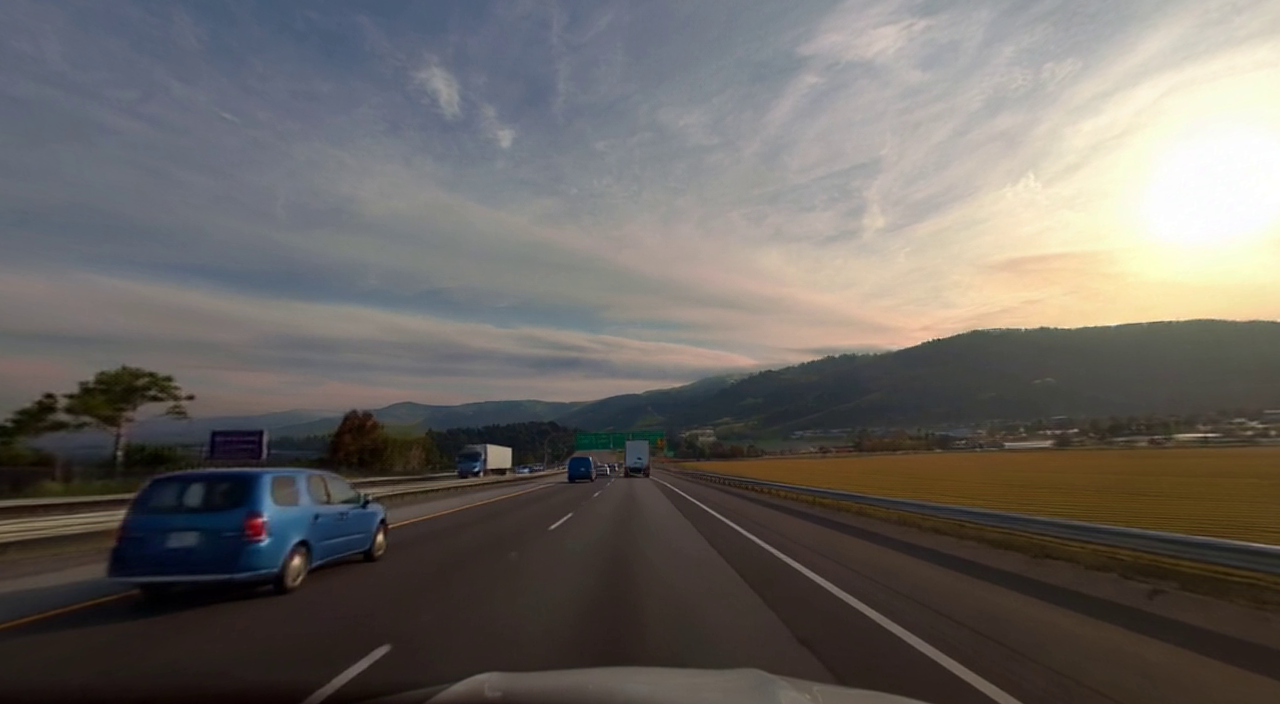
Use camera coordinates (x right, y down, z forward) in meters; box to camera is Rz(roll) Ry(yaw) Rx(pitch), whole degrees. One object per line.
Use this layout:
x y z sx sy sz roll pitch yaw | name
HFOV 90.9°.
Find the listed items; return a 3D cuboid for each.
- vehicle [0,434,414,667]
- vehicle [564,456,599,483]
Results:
-4.223 1.697 6.421 2.090 1.462 4.603 1 -10 0 | vehicle
-4.395 9.007 48.378 2.208 1.973 4.716 1 -10 0 | vehicle
